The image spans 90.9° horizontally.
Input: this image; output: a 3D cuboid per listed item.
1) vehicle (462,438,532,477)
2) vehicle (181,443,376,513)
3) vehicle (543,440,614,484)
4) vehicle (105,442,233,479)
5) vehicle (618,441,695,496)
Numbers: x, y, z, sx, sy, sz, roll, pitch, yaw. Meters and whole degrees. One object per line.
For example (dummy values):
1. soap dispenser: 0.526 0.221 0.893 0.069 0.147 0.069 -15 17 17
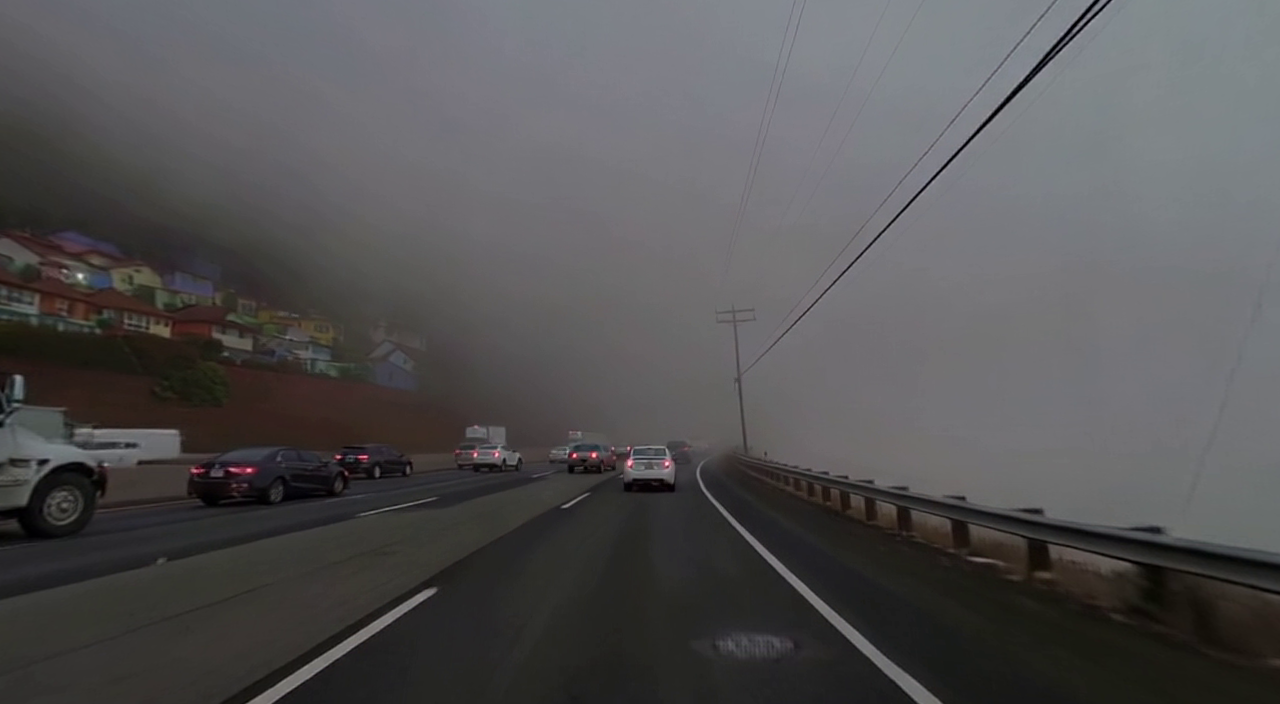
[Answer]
1. vehicle: -7.215 5.358 32.396 2.080 1.833 4.461 -1 -8 7
2. vehicle: -8.738 3.041 15.833 1.959 1.469 4.450 -1 -8 5
3. vehicle: -2.448 4.518 26.269 2.121 1.639 4.383 -1 -8 6
4. vehicle: -20.947 4.816 28.328 1.902 1.536 4.561 -1 -8 6
5. vehicle: 0.585 3.511 19.406 2.109 1.495 3.935 -1 -8 4
